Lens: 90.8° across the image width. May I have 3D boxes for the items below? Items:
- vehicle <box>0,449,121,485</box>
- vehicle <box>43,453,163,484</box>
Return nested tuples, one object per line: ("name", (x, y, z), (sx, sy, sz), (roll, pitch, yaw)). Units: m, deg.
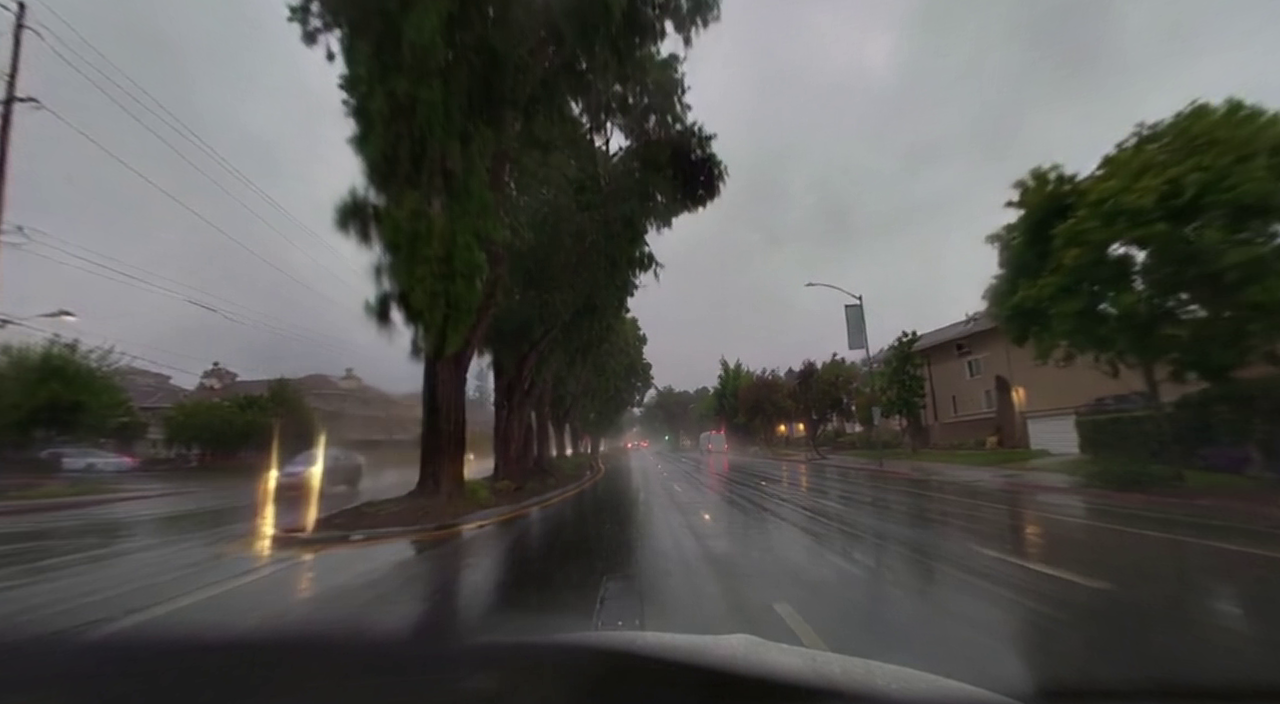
("vehicle", (-31.974, 6.243, 34.763), (2.076, 1.803, 4.840), (-2, -9, 12))
("vehicle", (-29.047, 6.300, 34.403), (1.898, 1.489, 4.667), (-2, -9, 13))
